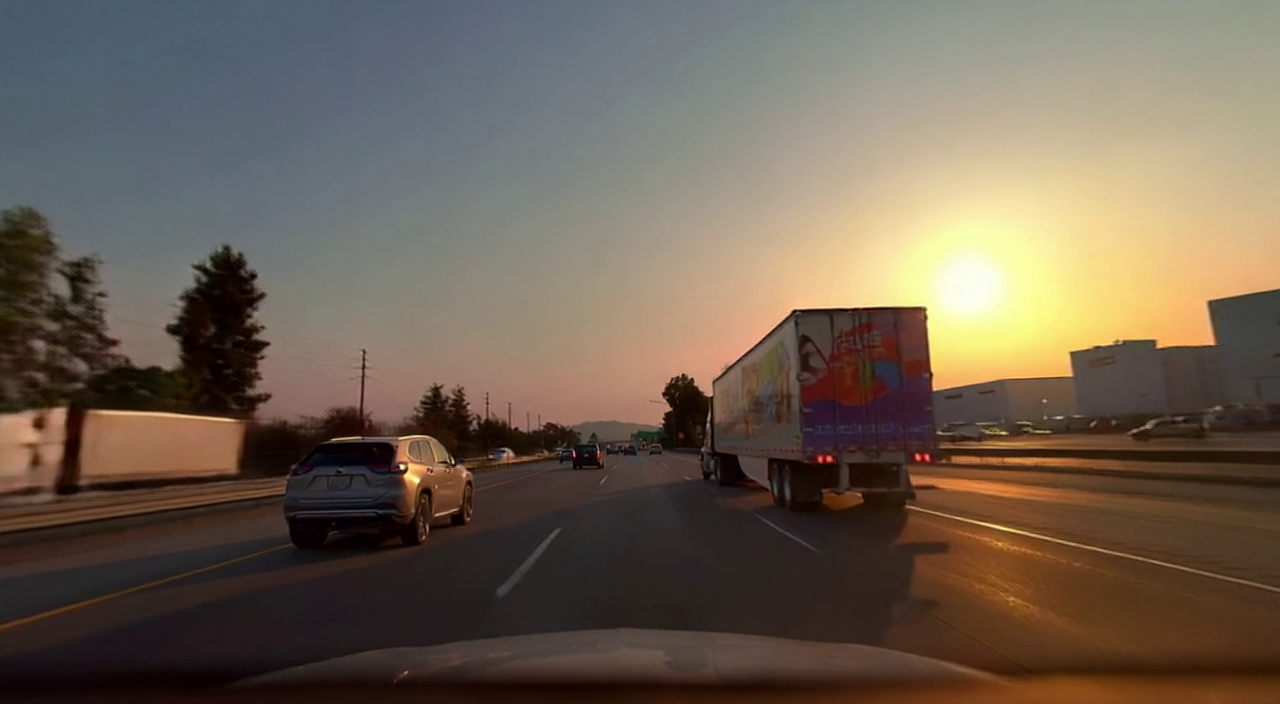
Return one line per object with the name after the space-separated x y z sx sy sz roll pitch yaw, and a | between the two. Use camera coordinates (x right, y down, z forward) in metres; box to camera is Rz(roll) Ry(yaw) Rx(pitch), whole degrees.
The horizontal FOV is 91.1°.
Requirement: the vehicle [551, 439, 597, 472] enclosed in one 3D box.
-3.623 5.800 35.346 2.139 1.716 4.530 0 -9 0 | vehicle

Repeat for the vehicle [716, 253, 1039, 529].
4.394 1.580 16.518 2.998 4.236 13.886 0 -9 0 | vehicle

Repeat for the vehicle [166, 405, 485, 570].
-3.967 1.811 9.139 2.202 1.760 4.617 0 -9 0 | vehicle

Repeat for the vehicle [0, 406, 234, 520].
-20.791 4.280 24.948 2.989 3.617 9.459 0 -9 0 | vehicle
